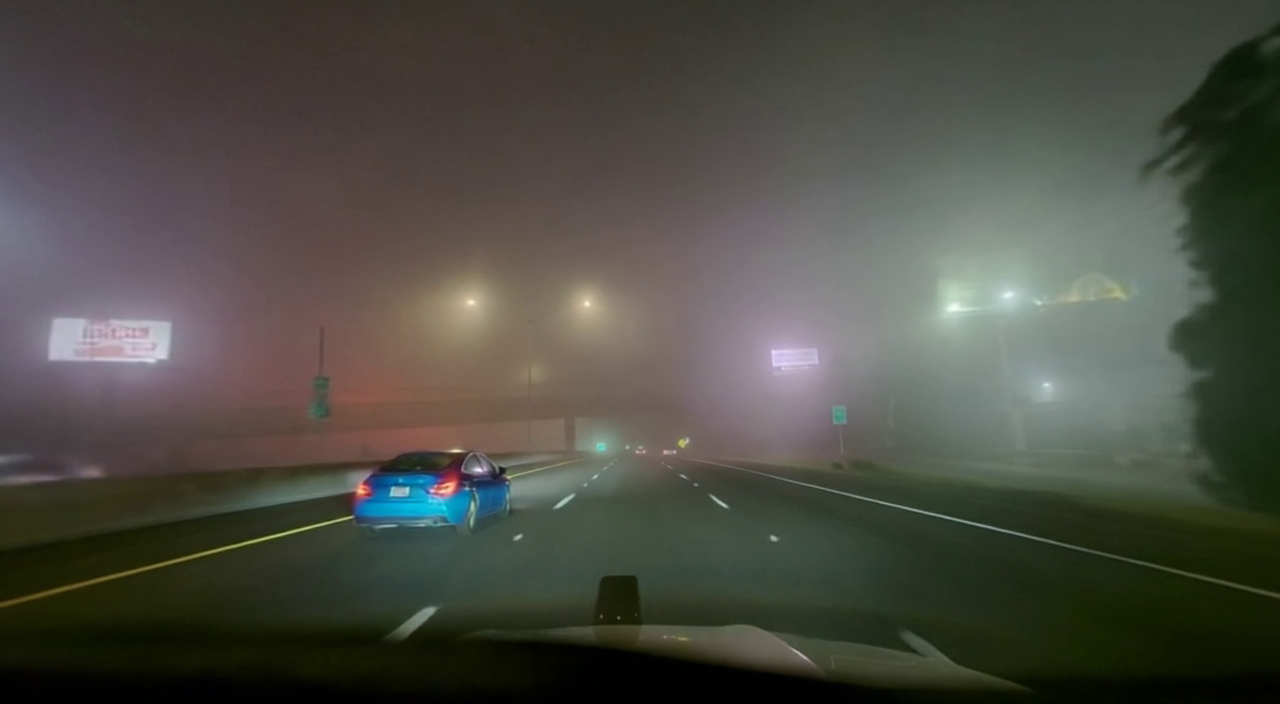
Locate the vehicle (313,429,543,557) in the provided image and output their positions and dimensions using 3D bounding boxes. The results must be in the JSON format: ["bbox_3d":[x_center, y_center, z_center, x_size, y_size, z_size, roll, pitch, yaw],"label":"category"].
[{"bbox_3d":[-2.968,2.085,10.122,2.029,1.557,4.570,0,-9,1],"label":"vehicle"}]
